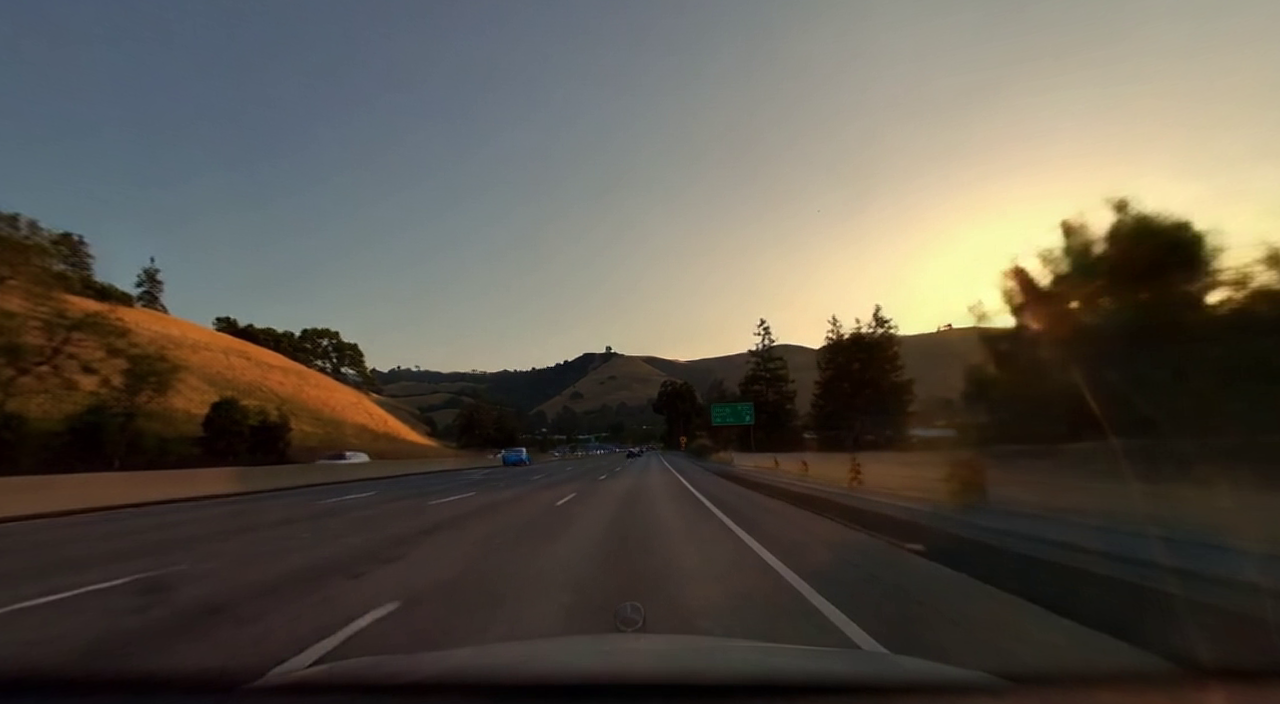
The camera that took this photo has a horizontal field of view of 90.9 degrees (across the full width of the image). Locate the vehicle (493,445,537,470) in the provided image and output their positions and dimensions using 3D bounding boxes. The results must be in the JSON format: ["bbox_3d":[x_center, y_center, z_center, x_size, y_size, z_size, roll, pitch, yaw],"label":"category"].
[{"bbox_3d":[-9.368,7.914,47.607,2.152,1.753,4.972,-1,-9,2],"label":"vehicle"}]
